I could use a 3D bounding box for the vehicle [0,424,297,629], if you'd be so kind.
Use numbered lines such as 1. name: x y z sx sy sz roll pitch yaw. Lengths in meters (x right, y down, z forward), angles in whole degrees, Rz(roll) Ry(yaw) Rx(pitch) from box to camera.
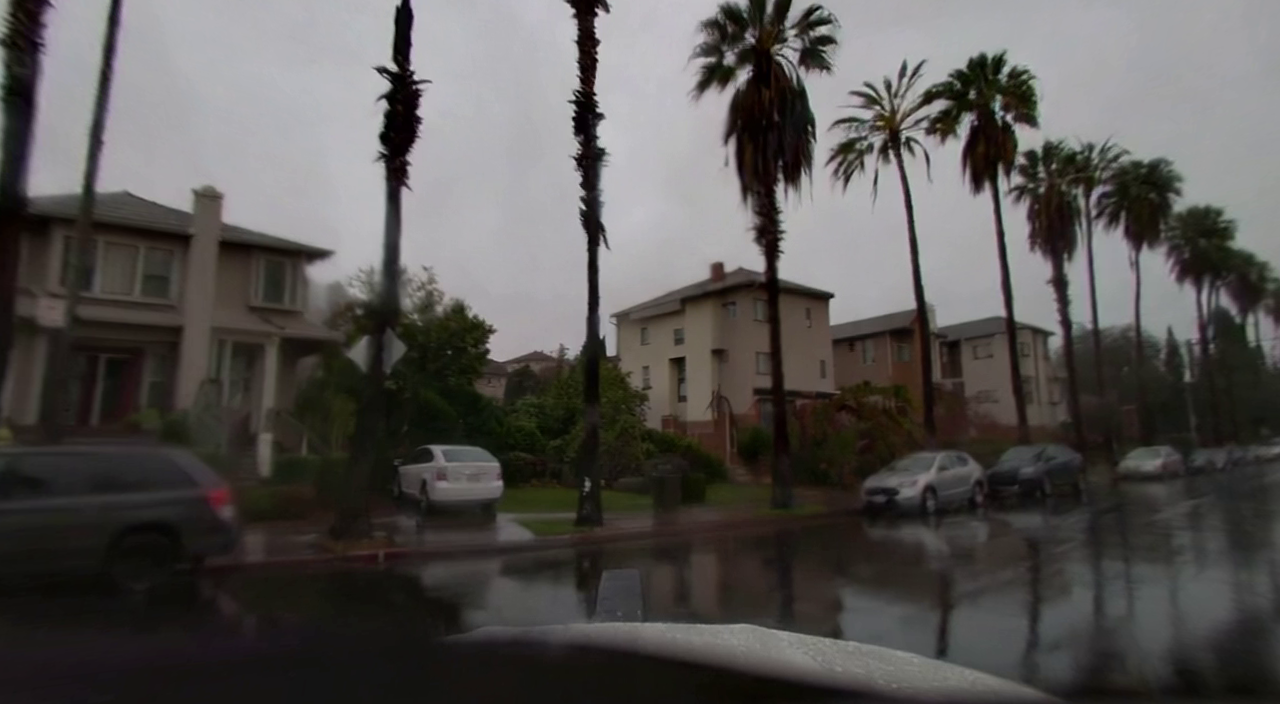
1. vehicle: -5.962 1.546 5.930 4.469 1.655 1.978 6 -11 -37

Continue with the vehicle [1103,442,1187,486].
1. vehicle: 22.952 5.012 28.652 4.381 1.803 1.947 6 -11 -40

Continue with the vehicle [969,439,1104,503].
1. vehicle: 13.249 3.853 20.997 5.168 1.819 2.020 6 -11 -38

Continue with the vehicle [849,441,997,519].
1. vehicle: 7.255 3.162 16.120 3.777 1.697 1.816 6 -11 -39

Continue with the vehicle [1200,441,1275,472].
1. vehicle: 38.485 6.663 40.607 5.876 1.808 2.316 5 -11 -36

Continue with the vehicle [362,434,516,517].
1. vehicle: -4.830 2.816 14.872 2.134 1.630 4.057 6 -11 -37
